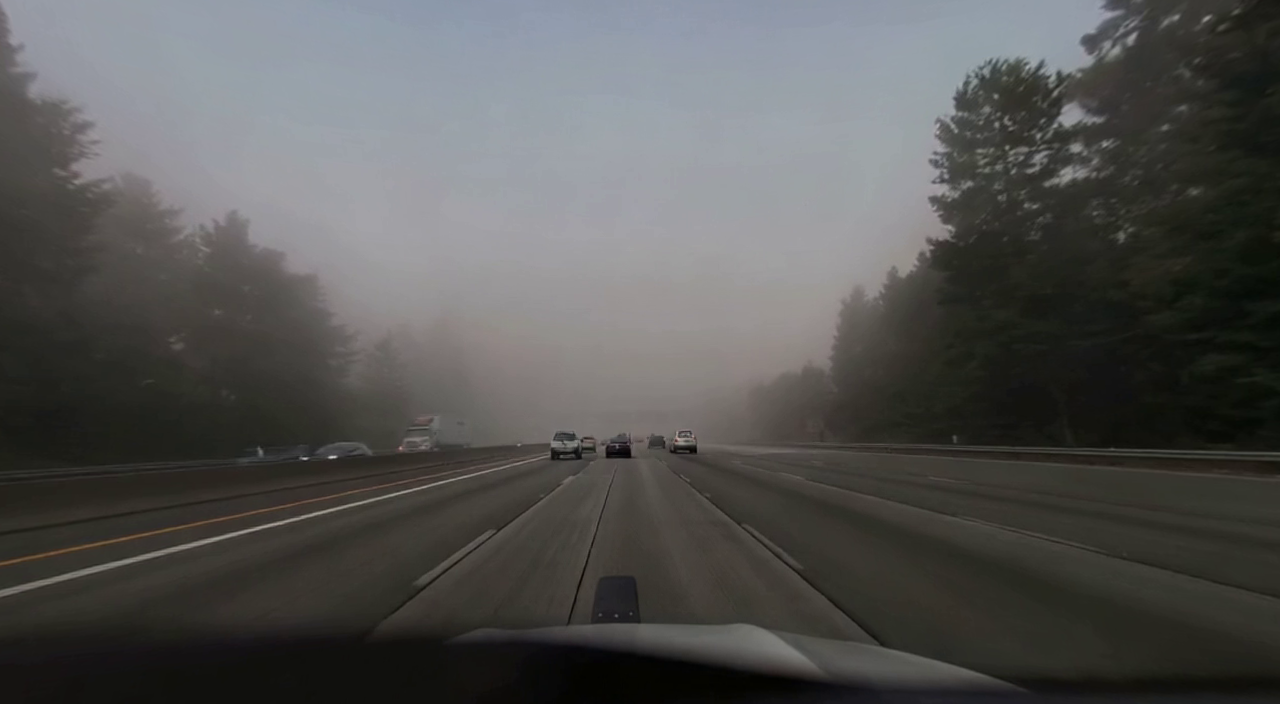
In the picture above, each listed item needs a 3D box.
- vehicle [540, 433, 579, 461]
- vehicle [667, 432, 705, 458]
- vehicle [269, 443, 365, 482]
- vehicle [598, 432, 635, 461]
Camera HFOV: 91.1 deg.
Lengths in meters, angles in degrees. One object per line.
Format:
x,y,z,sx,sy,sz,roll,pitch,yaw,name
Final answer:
-5.073,6.039,40.252,2.046,1.658,4.008,0,-8,-1,vehicle
3.043,6.220,42.316,2.066,1.673,4.225,0,-8,-2,vehicle
-13.722,4.667,27.009,1.858,1.485,4.334,0,-8,0,vehicle
-1.397,5.708,38.235,2.119,1.629,3.946,0,-8,-1,vehicle
